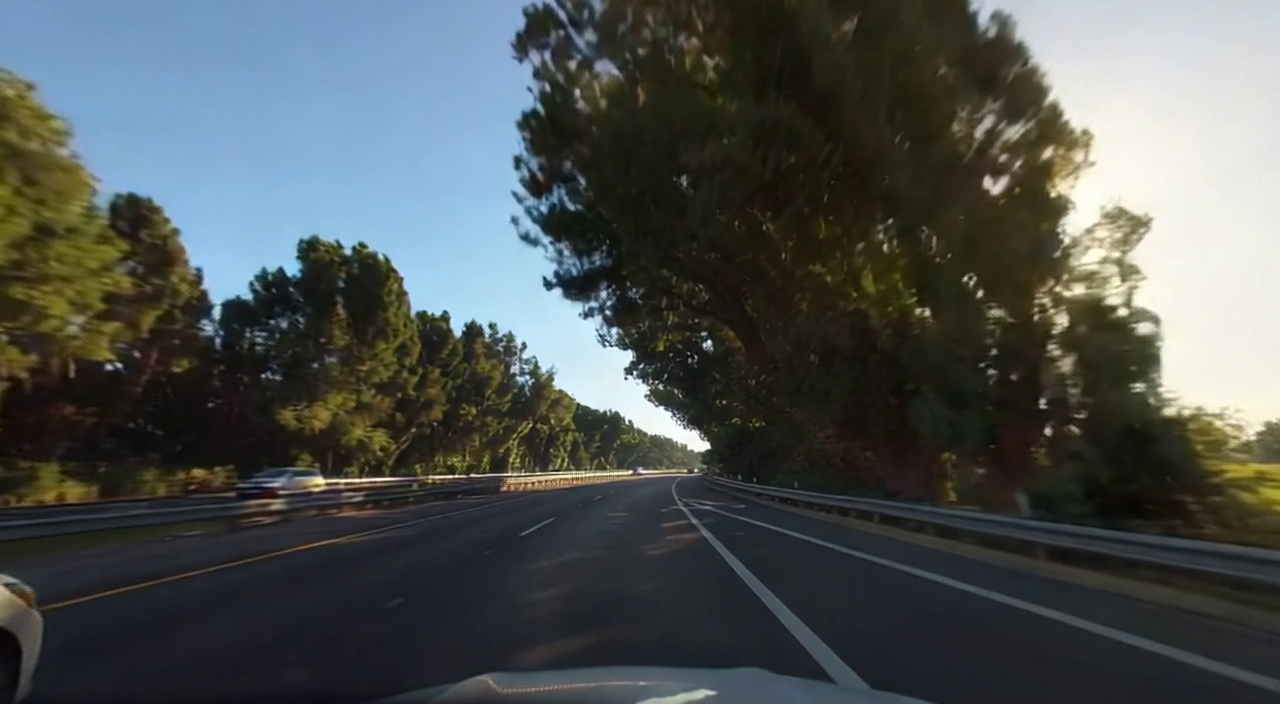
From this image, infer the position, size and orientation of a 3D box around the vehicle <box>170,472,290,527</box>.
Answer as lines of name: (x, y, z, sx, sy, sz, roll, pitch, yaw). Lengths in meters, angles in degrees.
vehicle: (-16.217, 5.824, 25.127, 1.986, 1.636, 4.048, -3, -7, 2)
